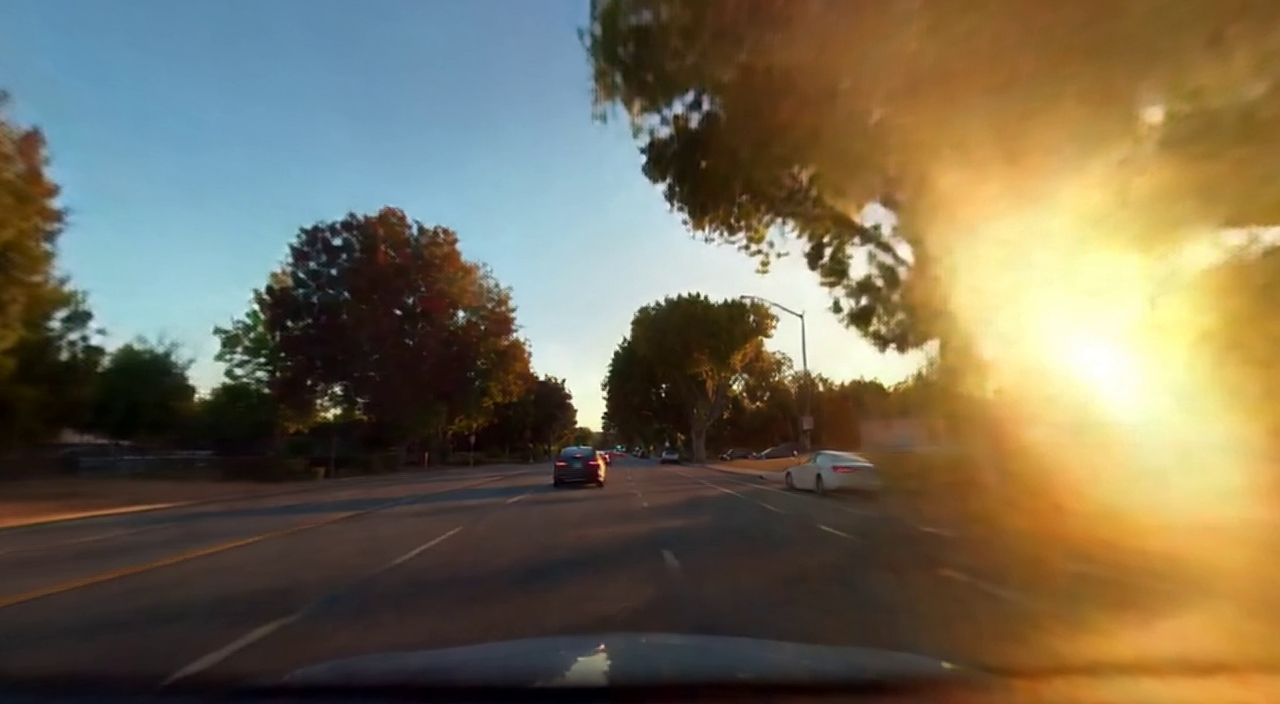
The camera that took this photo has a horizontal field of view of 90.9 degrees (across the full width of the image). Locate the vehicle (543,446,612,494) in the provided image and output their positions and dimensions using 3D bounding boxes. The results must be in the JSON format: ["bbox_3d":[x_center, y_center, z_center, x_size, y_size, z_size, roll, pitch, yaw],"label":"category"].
[{"bbox_3d":[-2.051,3.987,21.770,2.099,1.470,4.302,0,-8,-2],"label":"vehicle"}]

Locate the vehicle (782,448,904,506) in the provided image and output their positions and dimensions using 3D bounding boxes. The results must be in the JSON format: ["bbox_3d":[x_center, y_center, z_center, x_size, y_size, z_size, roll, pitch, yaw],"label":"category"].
[{"bbox_3d":[6.062,3.766,19.531,2.164,1.511,4.571,0,-8,-1],"label":"vehicle"}]
